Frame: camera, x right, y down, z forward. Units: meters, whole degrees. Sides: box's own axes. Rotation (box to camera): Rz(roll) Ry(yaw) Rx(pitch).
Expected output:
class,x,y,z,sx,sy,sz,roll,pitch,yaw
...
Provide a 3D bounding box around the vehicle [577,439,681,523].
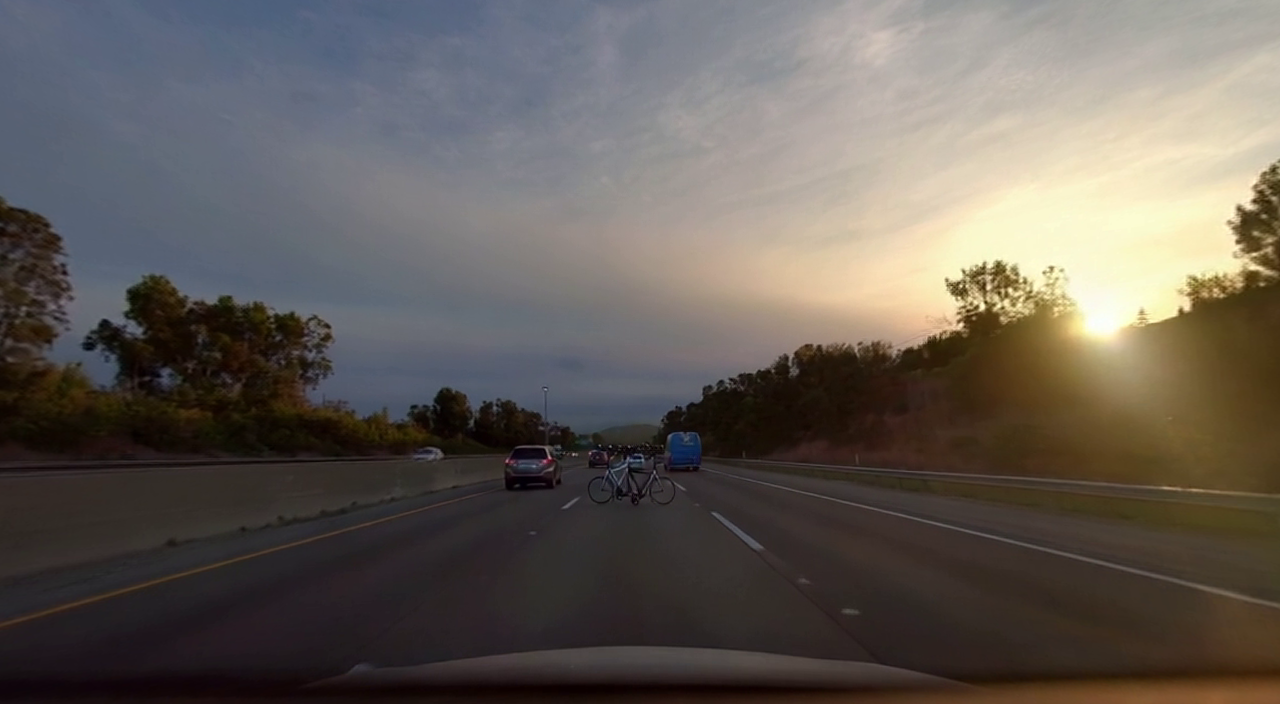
class,x,y,z,sx,sy,sz,roll,pitch,yaw
vehicle,-0.194,2.722,13.714,1.973,1.574,3.426,0,-9,1

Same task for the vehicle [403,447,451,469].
class,x,y,z,sx,sy,sz,roll,pitch,yaw
vehicle,-15.879,7.933,47.324,1.985,1.562,4.522,0,-9,0

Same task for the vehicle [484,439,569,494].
class,x,y,z,sx,sy,sz,roll,pitch,yaw
vehicle,-3.703,3.859,21.546,1.985,1.671,4.604,0,-9,1

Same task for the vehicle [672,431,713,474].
class,x,y,z,sx,sy,sz,roll,pitch,yaw
vehicle,3.455,6.816,42.701,2.234,2.679,5.372,0,-9,-1
